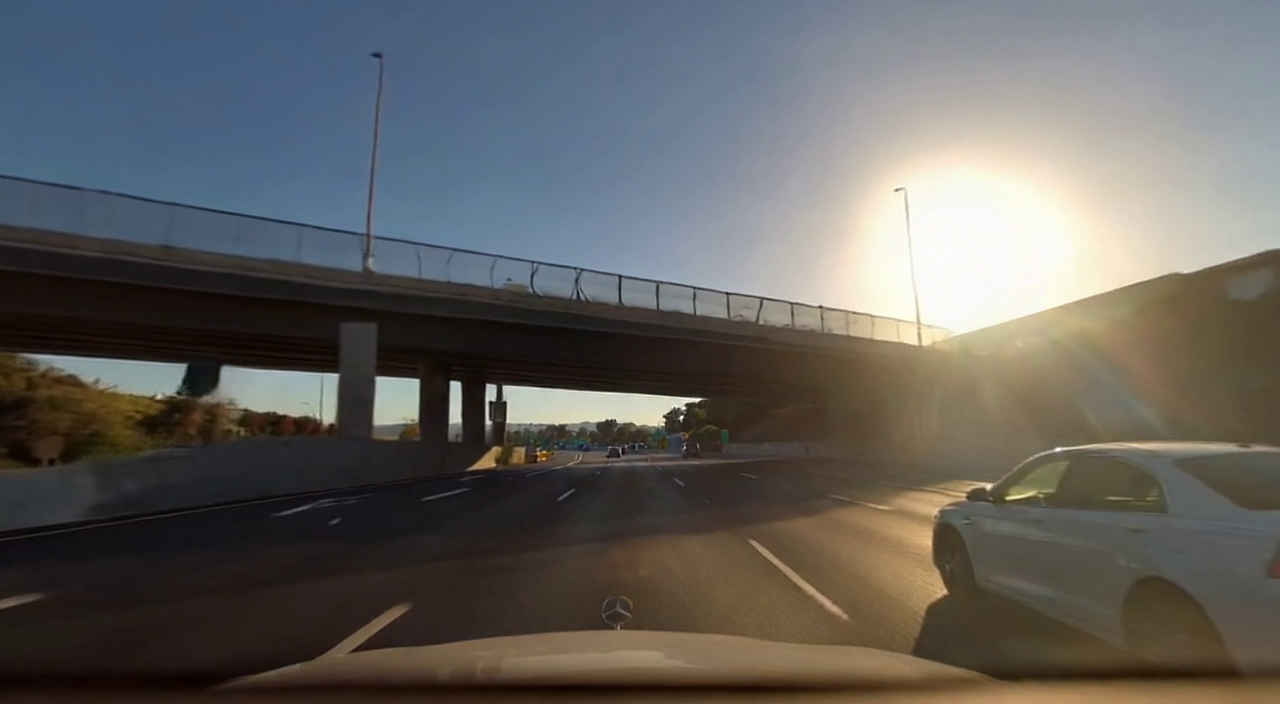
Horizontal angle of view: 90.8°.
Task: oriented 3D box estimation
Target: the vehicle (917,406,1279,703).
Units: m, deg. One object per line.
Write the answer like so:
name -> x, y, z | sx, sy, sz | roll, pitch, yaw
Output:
vehicle -> 3.838, 1.116, 3.636 | 2.217, 1.477, 4.817 | 0, -9, -1
